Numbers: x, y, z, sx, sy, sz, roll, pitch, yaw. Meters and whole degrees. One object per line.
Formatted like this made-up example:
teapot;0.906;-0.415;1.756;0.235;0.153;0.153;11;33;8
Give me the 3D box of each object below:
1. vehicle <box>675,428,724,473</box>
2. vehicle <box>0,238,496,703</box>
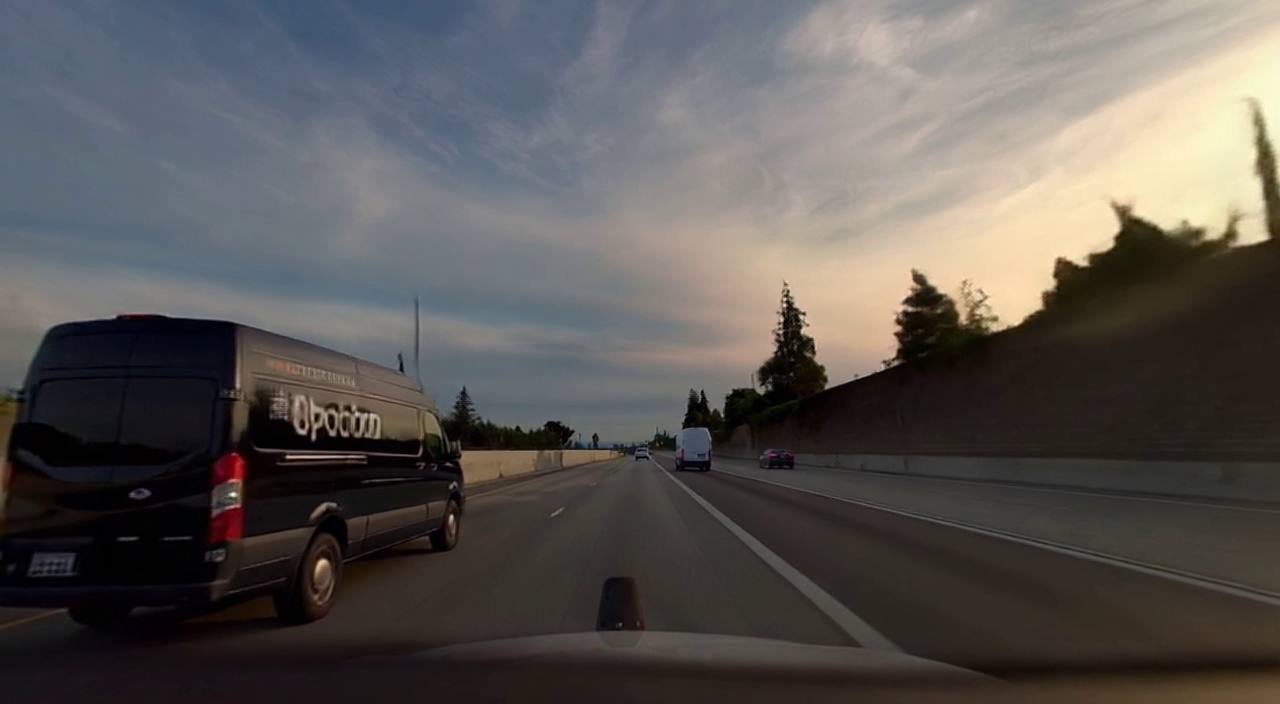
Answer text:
vehicle;3.648;6.245;39.961;2.373;2.561;5.922;0;-9;-1
vehicle;-3.449;1.096;6.460;2.409;2.523;6.275;0;-9;0
